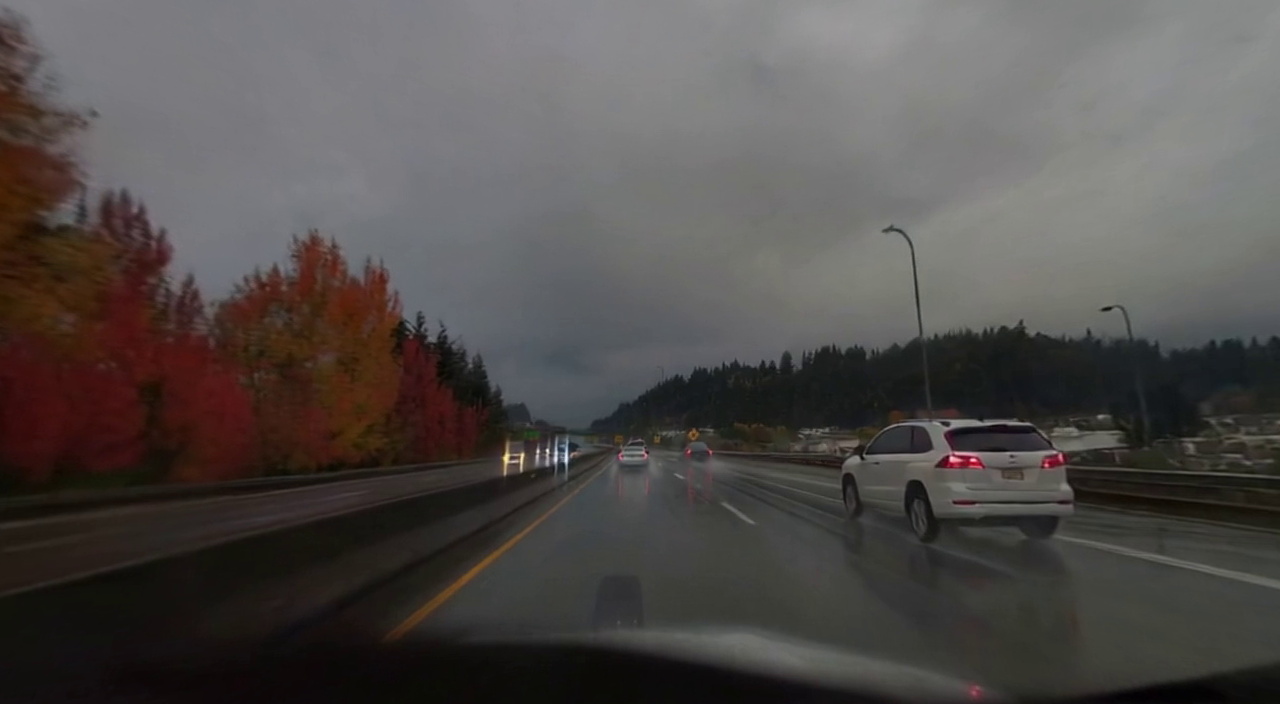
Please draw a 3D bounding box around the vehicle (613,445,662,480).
[{"bbox_3d":[-0.150,4.837,27.682,2.037,1.418,3.793,0,-9,-1],"label":"vehicle"}]

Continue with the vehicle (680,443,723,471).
[{"bbox_3d":[3.528,6.081,36.532,1.959,1.528,4.207,0,-9,-1],"label":"vehicle"}]

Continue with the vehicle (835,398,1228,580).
[{"bbox_3d":[4.453,1.648,8.262,2.250,1.718,4.358,0,-9,-1],"label":"vehicle"}]
